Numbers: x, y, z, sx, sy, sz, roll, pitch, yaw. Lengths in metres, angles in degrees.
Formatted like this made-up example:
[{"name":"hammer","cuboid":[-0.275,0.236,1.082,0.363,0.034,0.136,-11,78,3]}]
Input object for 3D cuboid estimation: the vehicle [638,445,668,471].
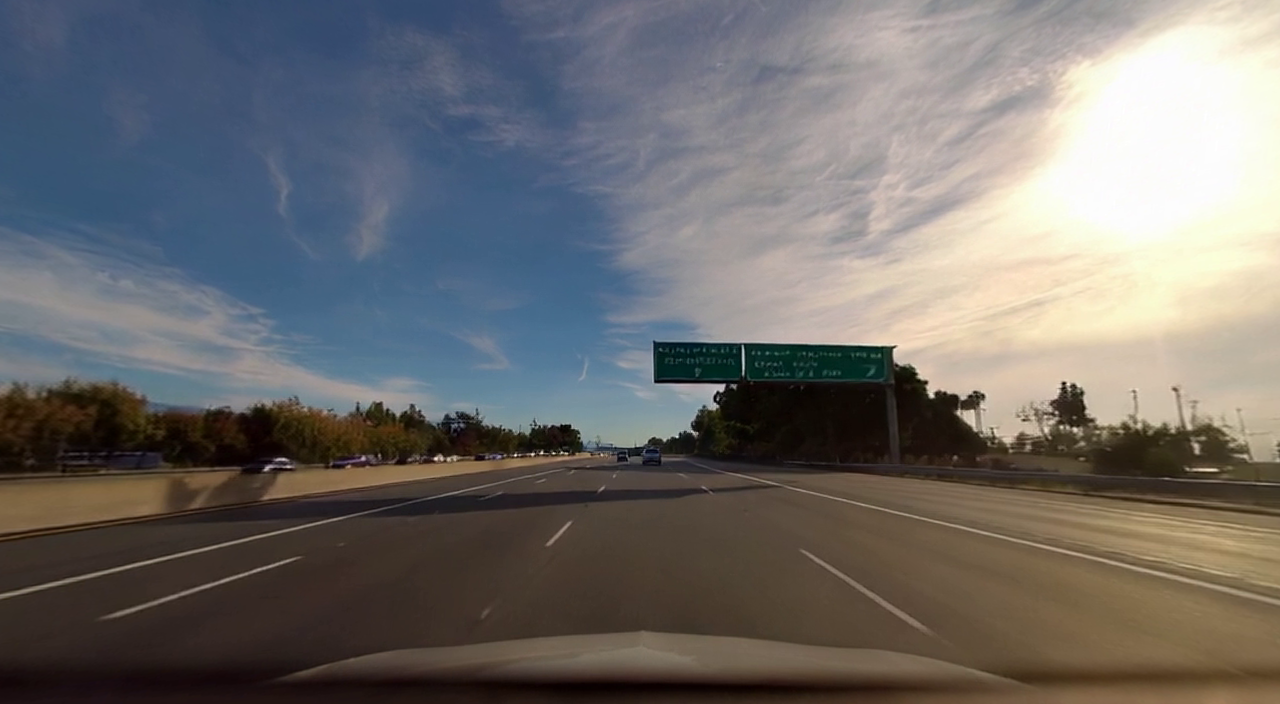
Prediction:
[{"name":"vehicle","cuboid":[0.952,8.309,49.379,2.219,1.927,4.409,0,-9,0]}]
